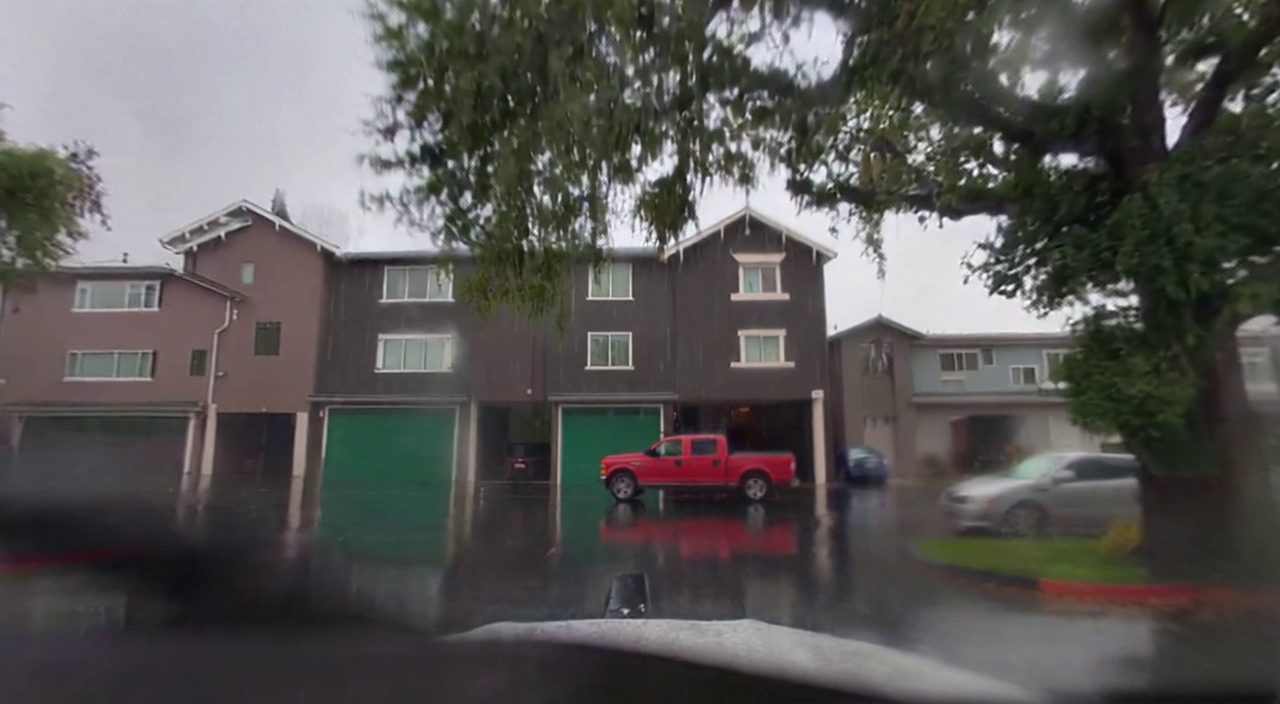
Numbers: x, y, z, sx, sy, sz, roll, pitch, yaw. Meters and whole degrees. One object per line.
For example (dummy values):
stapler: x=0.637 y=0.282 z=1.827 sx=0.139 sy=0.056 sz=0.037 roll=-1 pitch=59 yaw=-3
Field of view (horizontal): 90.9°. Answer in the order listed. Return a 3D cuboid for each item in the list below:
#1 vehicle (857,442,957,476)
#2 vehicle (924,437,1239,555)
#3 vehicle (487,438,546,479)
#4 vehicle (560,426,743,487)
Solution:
vehicle: x=14.326 y=5.752 z=34.062 sx=4.383 sy=1.784 sz=2.211 roll=0 pitch=-8 yaw=0
vehicle: x=7.470 y=2.372 z=10.954 sx=4.074 sy=1.617 sz=2.112 roll=1 pitch=-4 yaw=-8
vehicle: x=-5.528 y=4.761 z=28.617 sx=1.869 sy=1.460 sz=3.826 roll=-3 pitch=-5 yaw=0
vehicle: x=0.341 y=3.360 z=20.443 sx=5.600 sy=1.835 sz=2.161 roll=0 pitch=-9 yaw=-1
